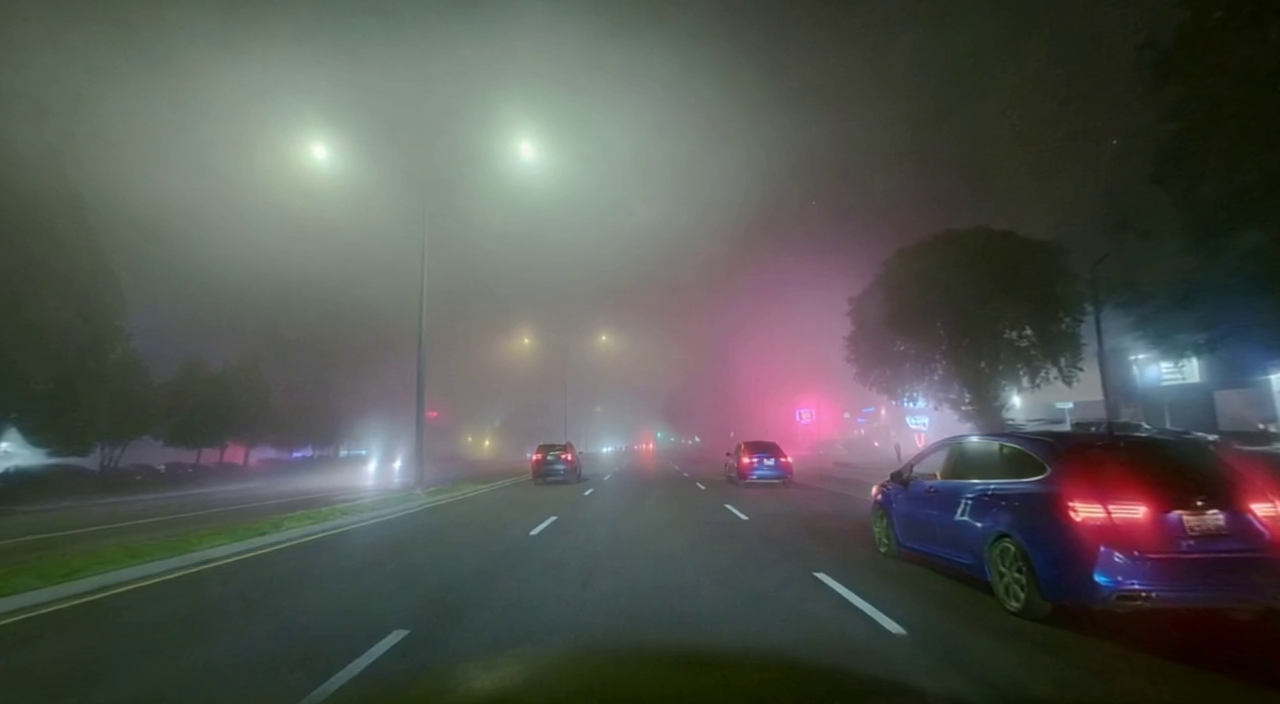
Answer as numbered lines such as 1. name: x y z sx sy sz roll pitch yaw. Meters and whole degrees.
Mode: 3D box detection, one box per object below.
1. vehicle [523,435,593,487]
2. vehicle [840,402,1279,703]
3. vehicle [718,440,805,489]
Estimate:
1. vehicle: -2.979 4.071 23.861 1.981 1.731 4.360 0 -8 1
2. vehicle: 3.472 1.330 5.356 1.976 1.491 4.714 0 -8 0
3. vehicle: 4.052 3.848 21.915 2.036 1.480 4.659 0 -8 -1
